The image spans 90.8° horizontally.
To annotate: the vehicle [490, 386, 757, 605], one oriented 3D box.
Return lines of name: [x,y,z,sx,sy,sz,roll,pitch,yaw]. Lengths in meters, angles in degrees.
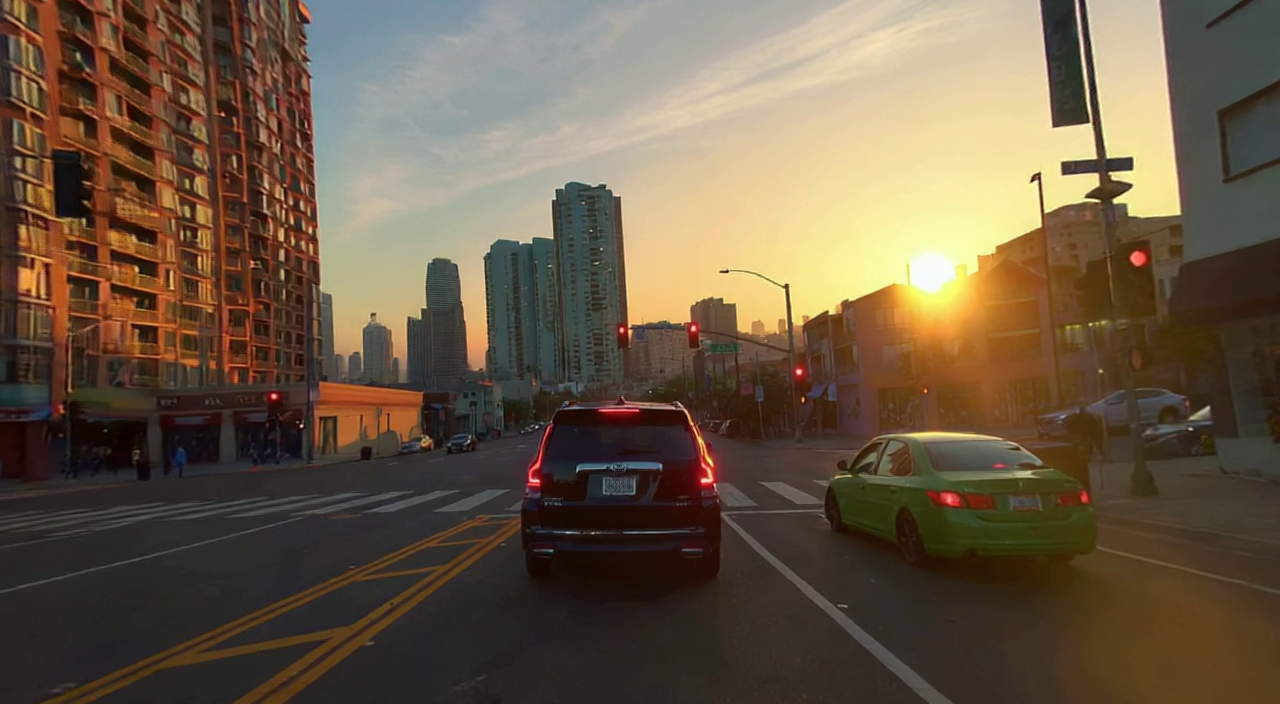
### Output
vehicle: [-0.130,1.478,7.295,2.168,1.776,4.135,0,-8,0]

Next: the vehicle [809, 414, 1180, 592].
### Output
vehicle: [3.694,1.650,7.811,1.987,1.538,4.510,0,-8,0]

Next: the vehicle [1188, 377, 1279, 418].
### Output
vehicle: [26.590,1.972,27.174,4.287,1.639,1.729,0,-8,1]
